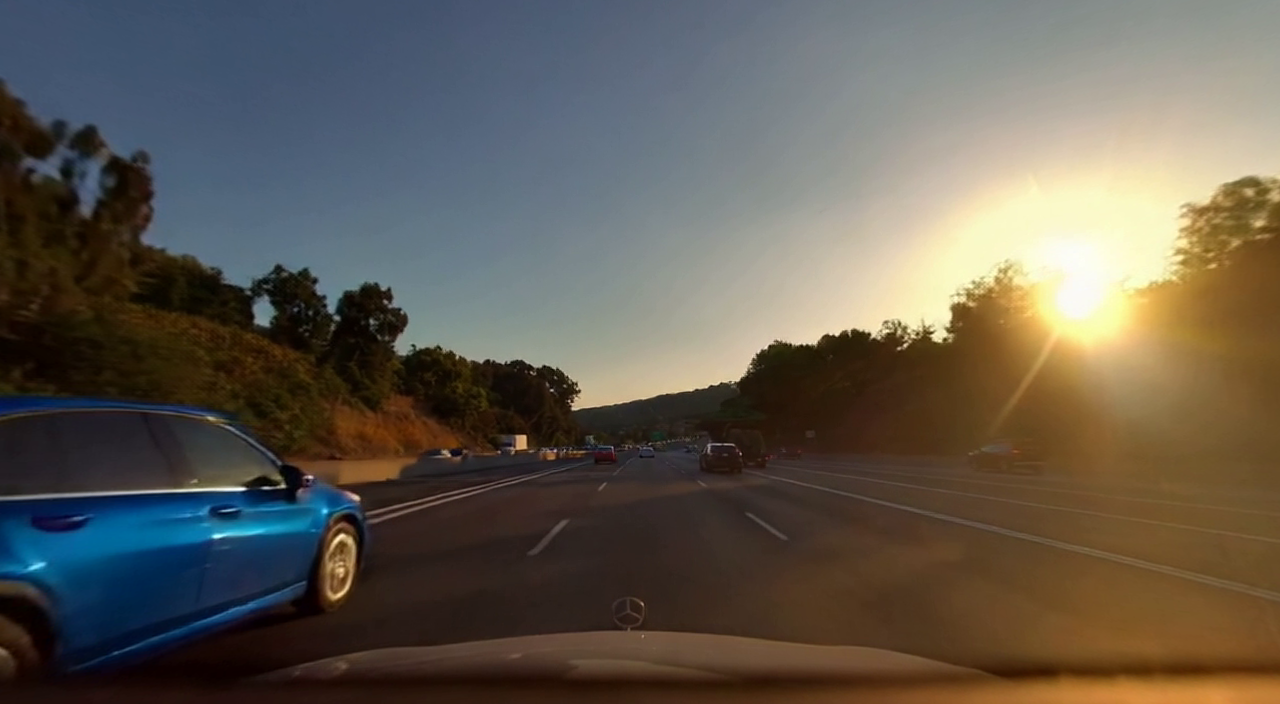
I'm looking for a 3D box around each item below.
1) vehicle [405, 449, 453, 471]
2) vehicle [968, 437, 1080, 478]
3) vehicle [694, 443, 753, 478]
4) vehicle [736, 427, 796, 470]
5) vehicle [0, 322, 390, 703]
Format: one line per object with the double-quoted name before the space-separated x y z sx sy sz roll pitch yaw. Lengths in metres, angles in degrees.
"vehicle" -15.648 8.022 47.064 1.962 1.475 4.521 0 -9 1
"vehicle" 20.669 5.685 34.360 2.221 1.995 5.803 0 -9 -3
"vehicle" 3.800 5.044 29.567 2.080 1.493 4.674 0 -9 -1
"vehicle" 8.055 6.252 40.907 2.729 2.628 4.875 0 -9 -2
"vehicle" -3.438 0.899 3.083 2.218 1.764 5.229 0 -9 1
